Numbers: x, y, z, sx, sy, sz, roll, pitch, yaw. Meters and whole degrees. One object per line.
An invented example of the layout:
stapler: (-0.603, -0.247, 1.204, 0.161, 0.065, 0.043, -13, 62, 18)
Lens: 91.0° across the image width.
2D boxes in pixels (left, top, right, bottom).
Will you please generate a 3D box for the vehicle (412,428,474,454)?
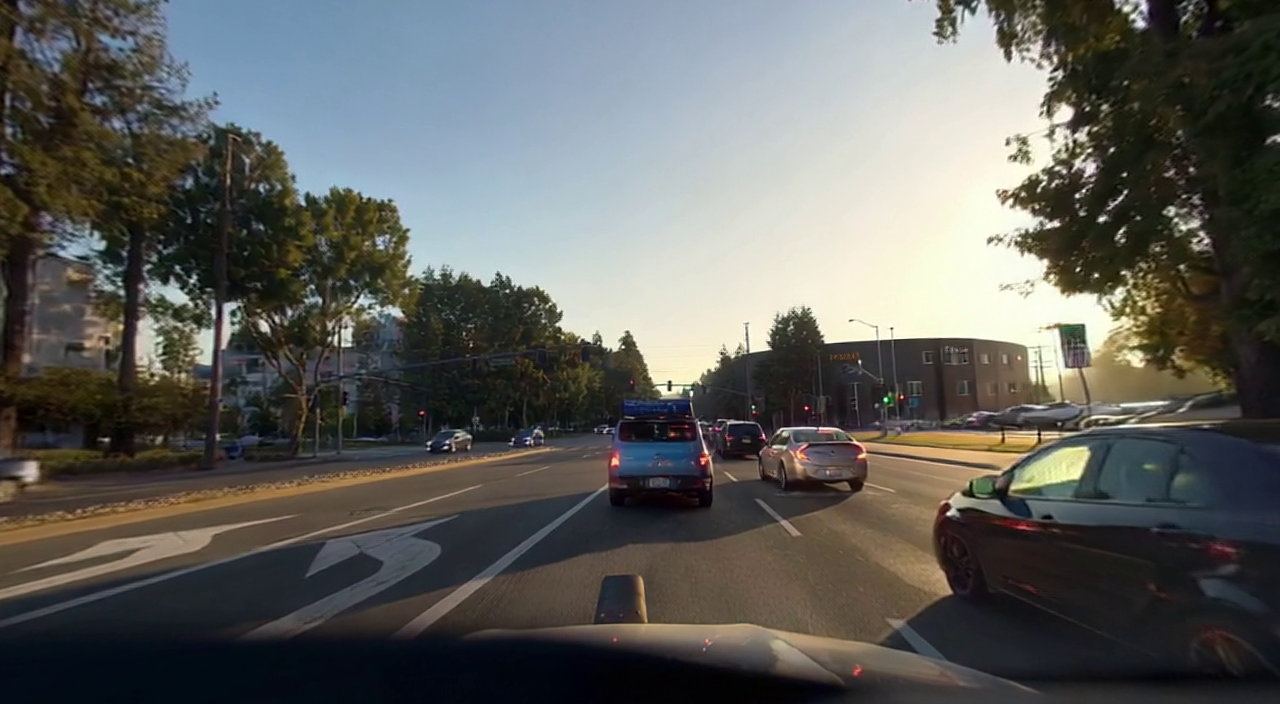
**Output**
vehicle: (-14.018, 6.392, 44.995, 2.018, 1.715, 4.451, -3, -9, 17)

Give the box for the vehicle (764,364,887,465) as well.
vehicle: (8.104, 3.097, 29.082, 2.965, 3.900, 9.064, 0, -9, 1)

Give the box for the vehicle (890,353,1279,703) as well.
vehicle: (3.259, 1.013, 3.646, 2.109, 1.500, 4.585, -1, -9, 5)

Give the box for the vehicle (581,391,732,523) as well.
vehicle: (0.400, 1.858, 11.458, 2.188, 1.892, 4.488, -1, -9, 4)

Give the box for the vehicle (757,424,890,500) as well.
vehicle: (3.931, 2.446, 14.257, 1.862, 1.451, 4.083, 0, -9, 1)
